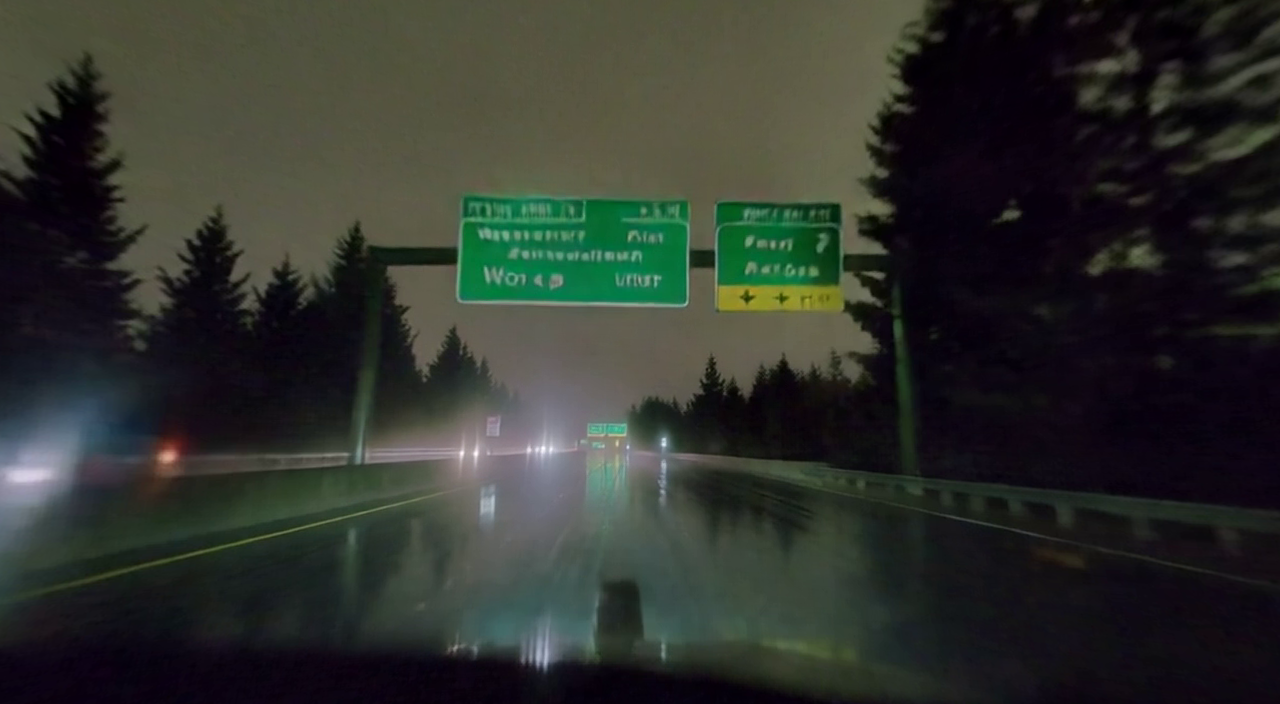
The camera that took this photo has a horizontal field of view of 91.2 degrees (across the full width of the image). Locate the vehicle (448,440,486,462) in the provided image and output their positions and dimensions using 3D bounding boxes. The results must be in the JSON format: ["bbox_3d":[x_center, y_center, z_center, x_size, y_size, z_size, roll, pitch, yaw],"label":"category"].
[{"bbox_3d":[-13.150,7.543,47.762,1.851,1.525,4.105,0,-9,-2],"label":"vehicle"}]

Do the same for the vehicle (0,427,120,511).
[{"bbox_3d":[-12.244,2.148,11.570,1.788,1.478,3.988,0,-9,1],"label":"vehicle"}]
